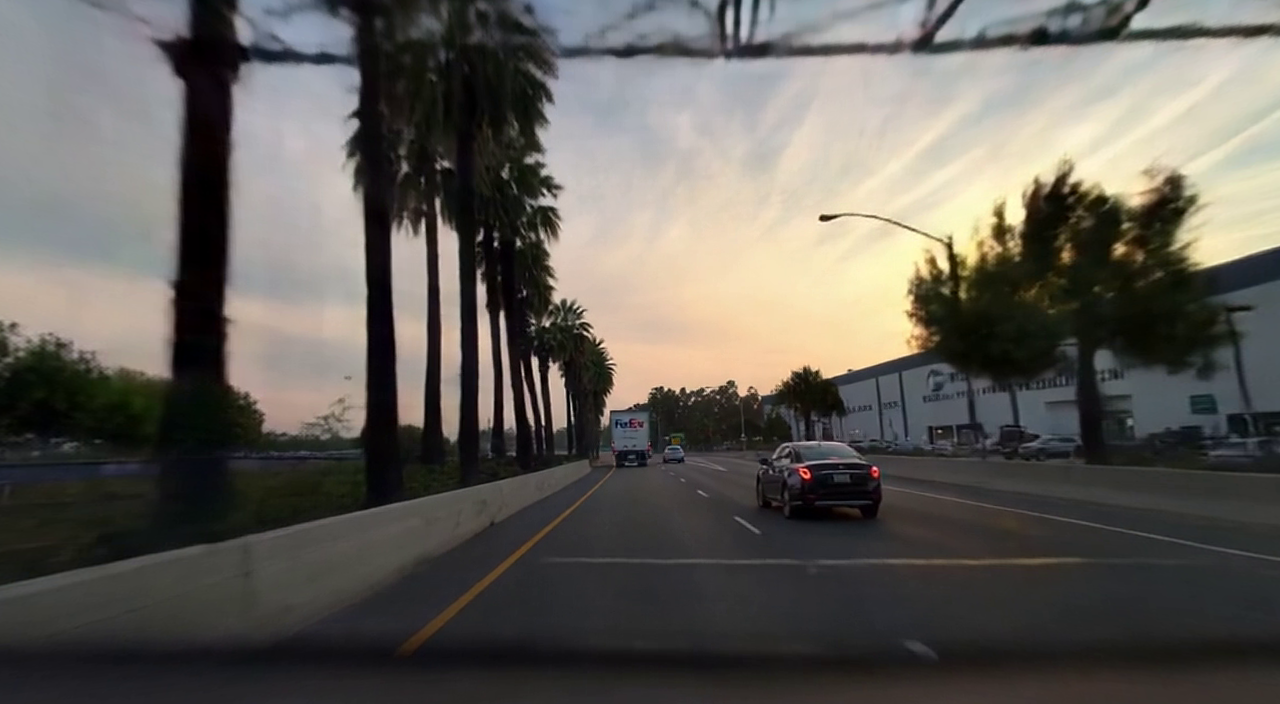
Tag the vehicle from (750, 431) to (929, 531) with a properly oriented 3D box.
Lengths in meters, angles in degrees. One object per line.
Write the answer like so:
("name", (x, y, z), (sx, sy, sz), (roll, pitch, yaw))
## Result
("vehicle", (3.526, 2.372, 12.114), (1.966, 1.558, 4.238), (0, -9, -1))
